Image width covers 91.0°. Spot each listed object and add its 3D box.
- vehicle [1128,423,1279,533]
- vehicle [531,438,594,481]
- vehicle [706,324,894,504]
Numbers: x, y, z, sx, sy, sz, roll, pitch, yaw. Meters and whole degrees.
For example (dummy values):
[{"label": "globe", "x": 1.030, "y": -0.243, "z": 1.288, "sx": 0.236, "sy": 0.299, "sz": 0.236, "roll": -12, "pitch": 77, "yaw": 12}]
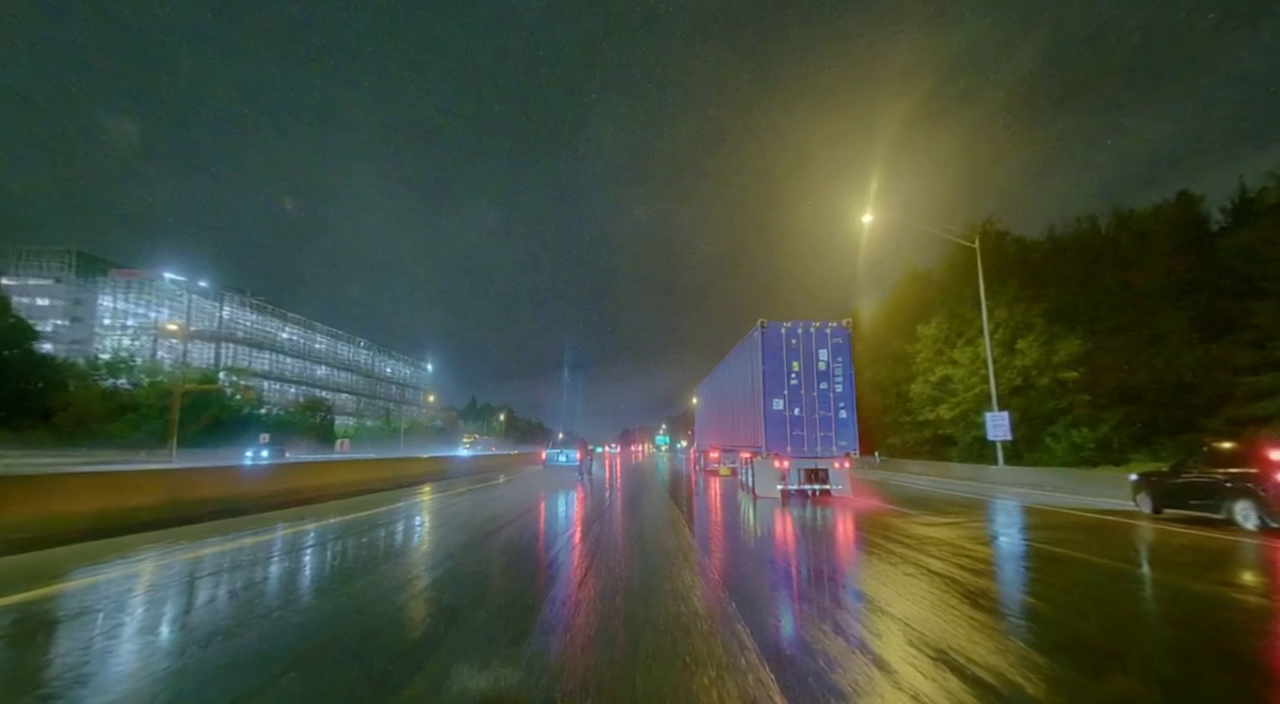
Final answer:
[{"label": "vehicle", "x": 12.069, "y": 2.308, "z": 11.708, "sx": 2.129, "sy": 1.874, "sz": 4.907, "roll": 0, "pitch": -9, "yaw": 2}, {"label": "vehicle", "x": -2.975, "y": 4.234, "z": 25.010, "sx": 1.954, "sy": 1.528, "sz": 4.010, "roll": 0, "pitch": -9, "yaw": 1}, {"label": "vehicle", "x": 4.245, "y": 2.352, "z": 20.841, "sx": 2.893, "sy": 3.992, "sz": 13.605, "roll": 0, "pitch": -9, "yaw": 1}]
